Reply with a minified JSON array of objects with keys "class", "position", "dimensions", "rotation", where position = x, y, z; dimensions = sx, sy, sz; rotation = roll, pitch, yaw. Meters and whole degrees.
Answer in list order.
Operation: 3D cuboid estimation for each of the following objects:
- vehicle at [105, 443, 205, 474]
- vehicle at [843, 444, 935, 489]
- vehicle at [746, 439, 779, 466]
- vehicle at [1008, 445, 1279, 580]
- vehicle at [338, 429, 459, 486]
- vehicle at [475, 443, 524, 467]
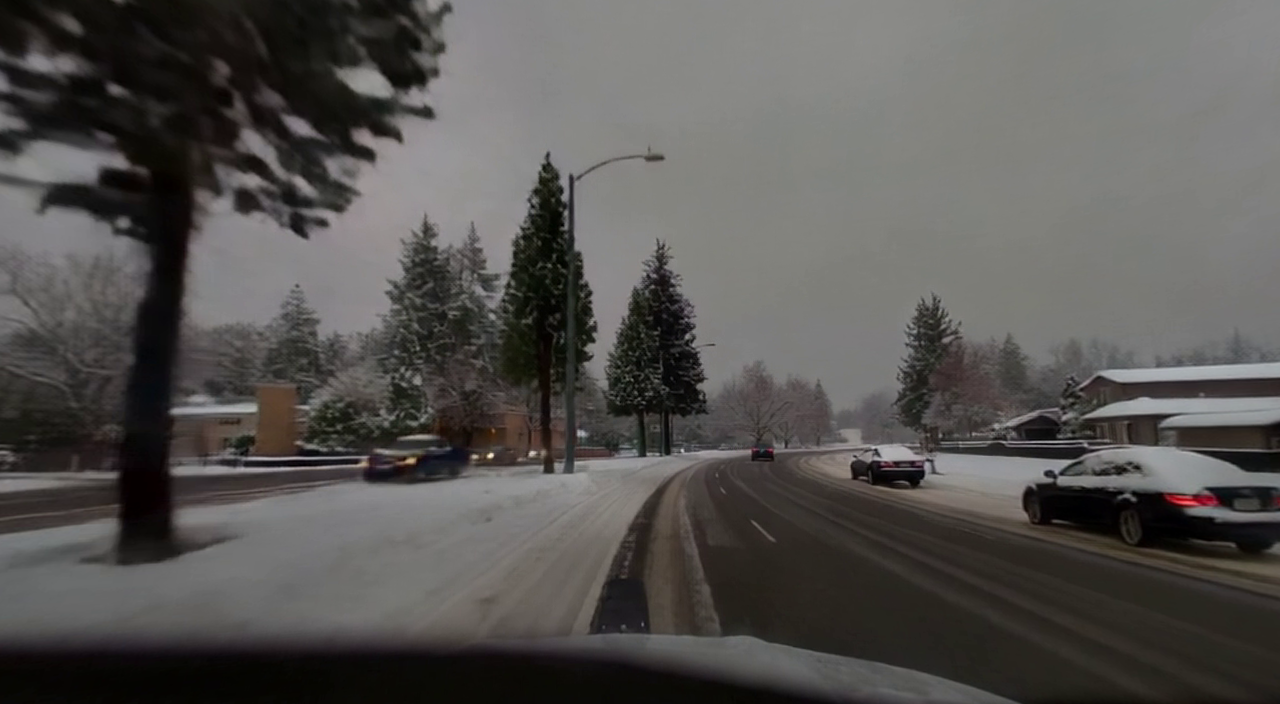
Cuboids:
[{"class":"vehicle","position":[-33.525,7.338,43.755],"dimensions":[2.050,1.962,4.953],"rotation":[-4,-9,26]},{"class":"vehicle","position":[8.978,4.122,23.110],"dimensions":[1.855,1.444,4.389],"rotation":[-1,-8,4]},{"class":"vehicle","position":[8.124,6.689,42.112],"dimensions":[1.991,1.684,4.127],"rotation":[-2,-8,10]},{"class":"vehicle","position":[7.301,2.006,8.829],"dimensions":[1.783,1.386,4.433],"rotation":[-1,-8,3]},{"class":"vehicle","position":[-8.057,3.566,21.544],"dimensions":[2.024,1.729,4.371],"rotation":[-1,-8,6]},{"class":"vehicle","position":[-8.991,6.612,40.597],"dimensions":[1.764,1.457,3.794],"rotation":[-2,-8,9]}]
